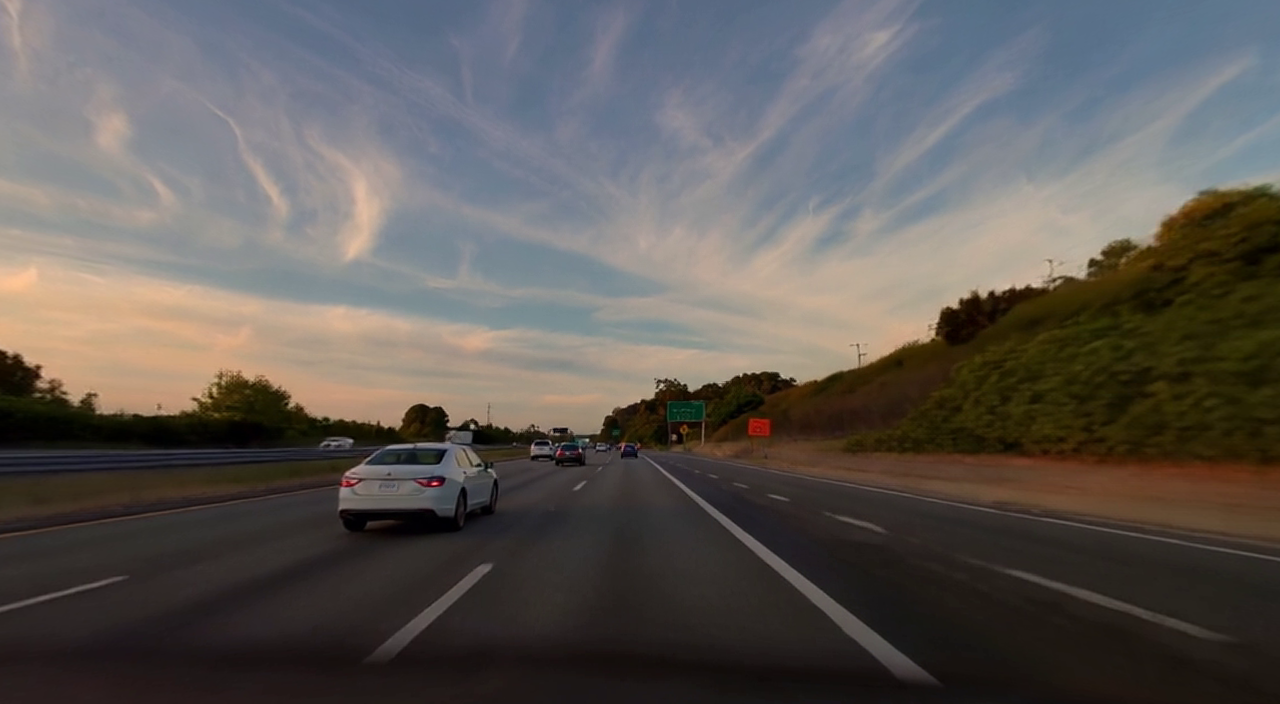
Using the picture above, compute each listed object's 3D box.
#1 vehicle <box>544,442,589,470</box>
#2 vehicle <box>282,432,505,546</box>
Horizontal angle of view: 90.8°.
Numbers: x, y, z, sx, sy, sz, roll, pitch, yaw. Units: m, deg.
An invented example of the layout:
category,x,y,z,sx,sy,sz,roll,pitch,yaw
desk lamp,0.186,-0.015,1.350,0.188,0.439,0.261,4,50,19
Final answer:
category,x,y,z,sx,sy,sz,roll,pitch,yaw
vehicle,-4.098,5.885,35.918,2.068,1.501,4.395,0,-9,-1
vehicle,-3.785,2.167,10.723,2.025,1.506,4.429,0,-9,-1
